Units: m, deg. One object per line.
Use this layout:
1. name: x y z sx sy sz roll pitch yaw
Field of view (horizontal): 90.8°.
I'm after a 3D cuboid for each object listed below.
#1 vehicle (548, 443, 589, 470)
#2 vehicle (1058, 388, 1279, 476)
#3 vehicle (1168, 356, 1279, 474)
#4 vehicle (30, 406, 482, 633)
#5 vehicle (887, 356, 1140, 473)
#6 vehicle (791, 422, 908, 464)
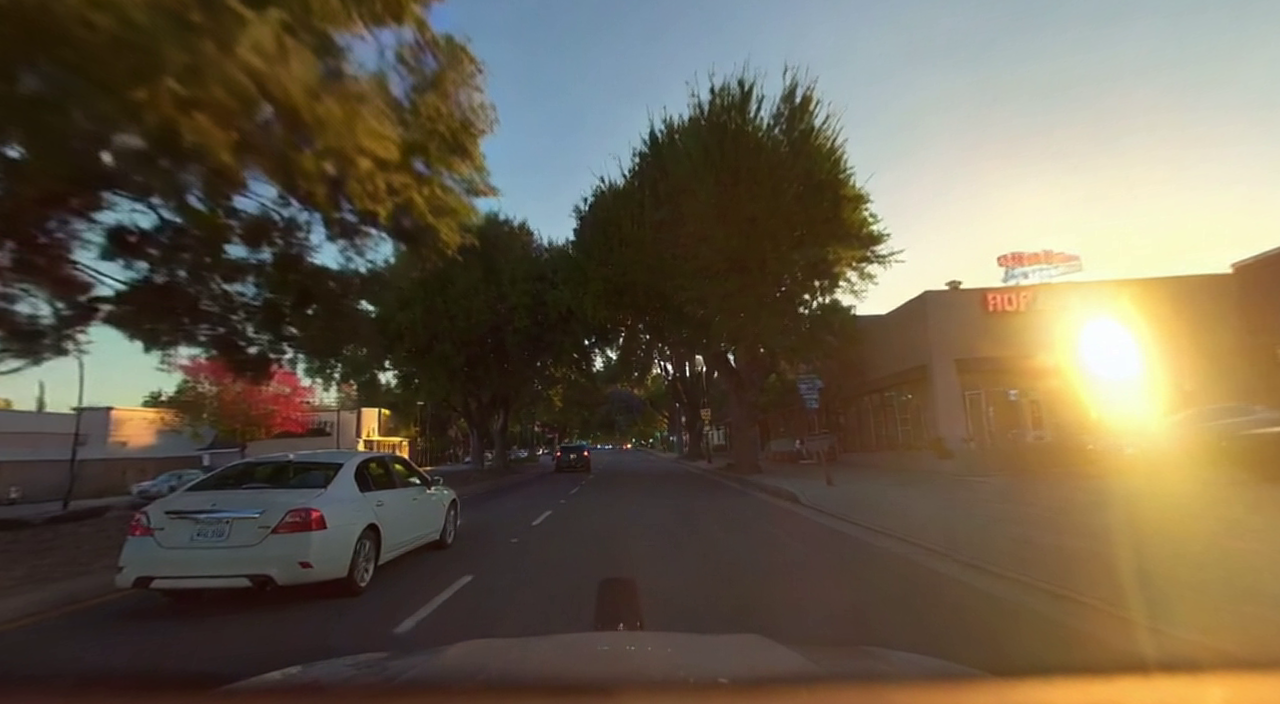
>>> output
1. vehicle: -4.077 6.042 36.679 1.955 1.461 4.396 0 -9 -2
2. vehicle: 12.772 1.768 13.907 5.551 1.753 2.162 0 -9 -1
3. vehicle: 12.615 1.140 11.039 4.780 1.870 2.140 0 -9 -1
4. vehicle: -3.408 1.586 7.008 2.126 1.655 4.560 0 -9 0
5. vehicle: 12.112 2.107 21.011 6.427 3.417 2.845 -2 -8 -2
6. vehicle: 10.498 4.617 31.941 5.130 1.902 2.056 -1 -9 -2
